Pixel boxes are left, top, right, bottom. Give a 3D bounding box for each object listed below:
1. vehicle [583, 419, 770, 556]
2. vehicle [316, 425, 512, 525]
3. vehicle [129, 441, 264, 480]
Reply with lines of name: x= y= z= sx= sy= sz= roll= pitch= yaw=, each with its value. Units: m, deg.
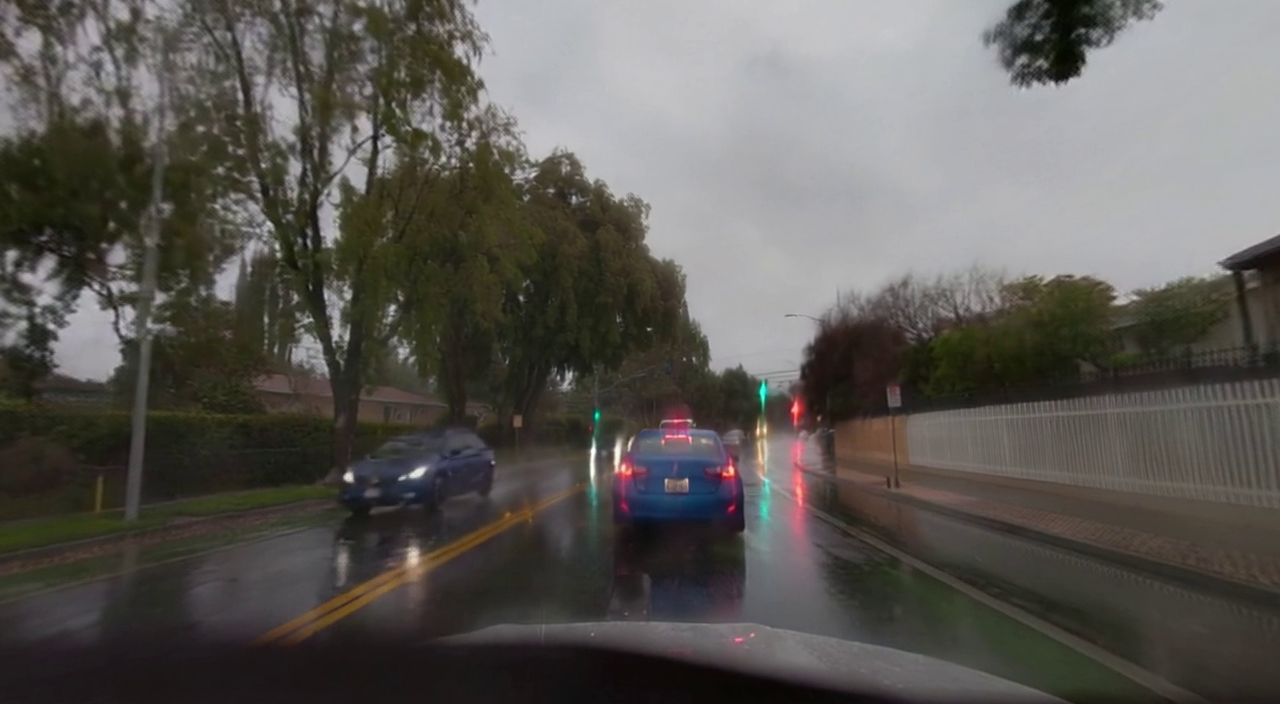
vehicle: x=0.449 y=1.803 z=9.068 sx=2.070 sy=1.516 sz=3.936 roll=0 pitch=-8 yaw=1
vehicle: x=-4.385 y=2.455 z=13.217 sx=2.082 sy=1.682 sz=4.623 roll=-1 pitch=-8 yaw=4
vehicle: x=-17.847 y=4.347 z=25.448 sx=4.069 sy=1.445 sz=2.063 roll=-2 pitch=-9 yaw=9
